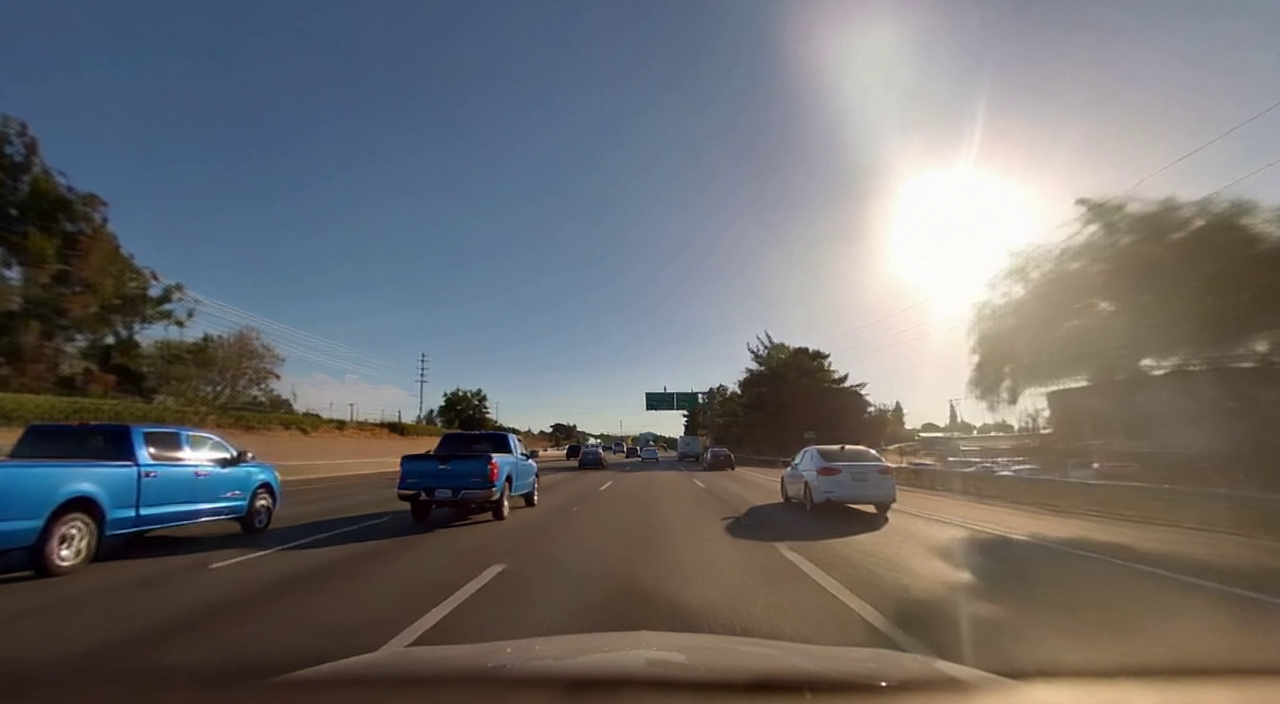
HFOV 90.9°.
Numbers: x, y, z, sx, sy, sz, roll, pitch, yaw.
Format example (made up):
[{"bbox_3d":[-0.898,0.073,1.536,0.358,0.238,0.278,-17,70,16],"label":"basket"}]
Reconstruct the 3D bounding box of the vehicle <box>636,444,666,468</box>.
[{"bbox_3d":[0.794,7.583,46.159,2.080,1.682,4.150,0,-8,0],"label":"vehicle"}]

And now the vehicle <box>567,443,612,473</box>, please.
[{"bbox_3d":[-3.005,6.415,38.571,2.209,1.714,4.576,0,-8,2],"label":"vehicle"}]

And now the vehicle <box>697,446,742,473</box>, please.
[{"bbox_3d":[4.642,6.355,37.470,2.072,1.456,4.537,0,-8,0],"label":"vehicle"}]

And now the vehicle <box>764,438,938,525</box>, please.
[{"bbox_3d":[4.164,2.614,13.403,2.111,1.498,4.466,0,-8,0],"label":"vehicle"}]

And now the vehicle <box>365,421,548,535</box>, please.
[{"bbox_3d":[-3.253,2.338,12.348,2.146,1.775,4.553,0,-8,1],"label":"vehicle"}]

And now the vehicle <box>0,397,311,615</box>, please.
[{"bbox_3d":[-6.560,1.620,7.523,2.428,1.812,5.131,0,-8,1],"label":"vehicle"}]
